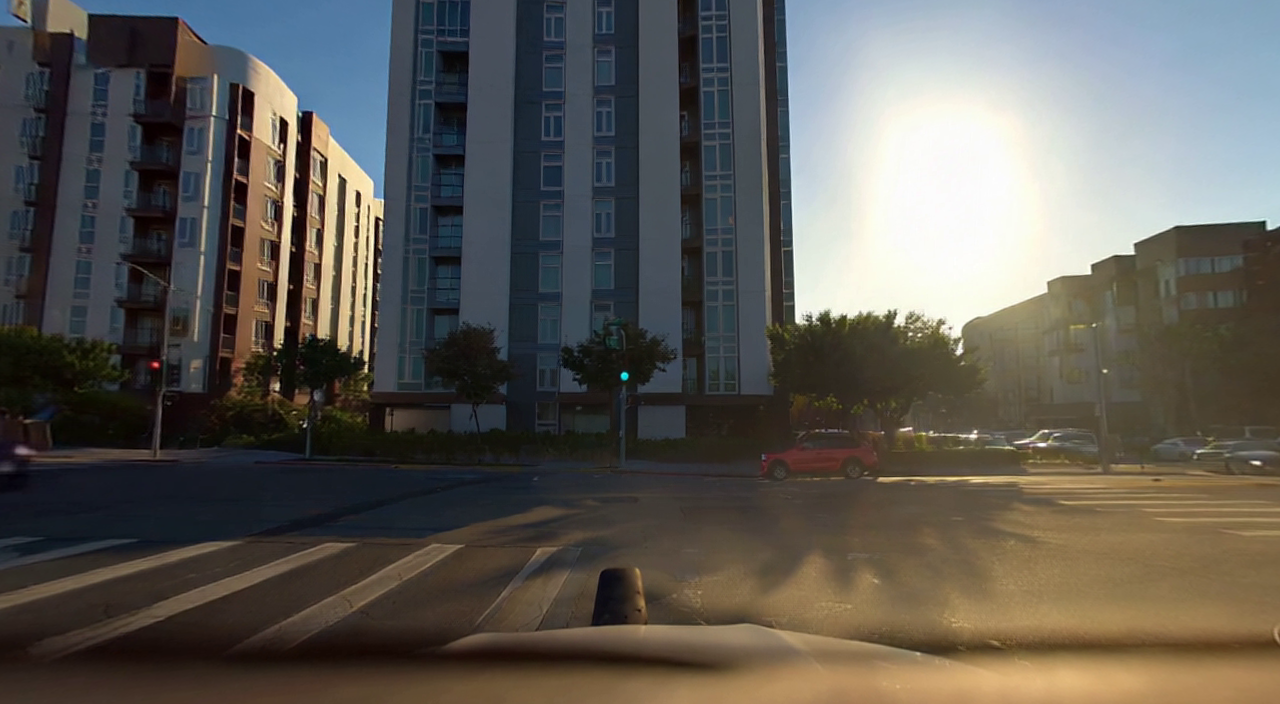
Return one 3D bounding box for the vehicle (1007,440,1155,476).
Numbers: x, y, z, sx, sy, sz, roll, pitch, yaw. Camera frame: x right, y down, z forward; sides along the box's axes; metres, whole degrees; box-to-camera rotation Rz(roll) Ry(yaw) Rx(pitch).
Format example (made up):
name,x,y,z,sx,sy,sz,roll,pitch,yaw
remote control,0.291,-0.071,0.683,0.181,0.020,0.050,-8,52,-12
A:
name,x,y,z,sx,sy,sz,roll,pitch,yaw
vehicle,18.551,4.465,26.697,4.823,1.458,1.914,0,-9,-1
